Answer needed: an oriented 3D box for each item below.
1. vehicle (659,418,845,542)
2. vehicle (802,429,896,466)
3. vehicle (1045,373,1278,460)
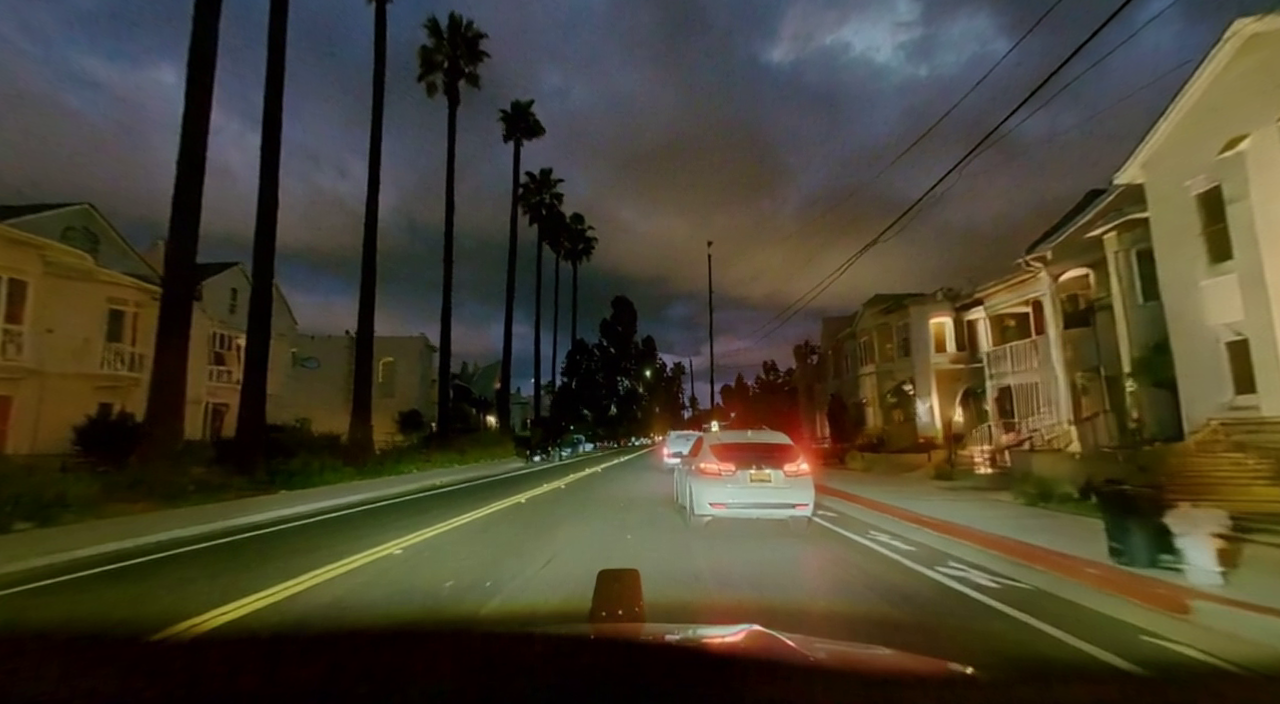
[{"bbox_3d":[1.489,1.964,10.337,2.096,1.552,4.519,0,-9,-2],"label":"vehicle"},{"bbox_3d":[9.583,4.367,28.920,4.255,1.566,1.923,6,-10,-36],"label":"vehicle"},{"bbox_3d":[17.619,2.216,21.609,5.880,2.540,2.003,-3,-7,2],"label":"vehicle"}]
